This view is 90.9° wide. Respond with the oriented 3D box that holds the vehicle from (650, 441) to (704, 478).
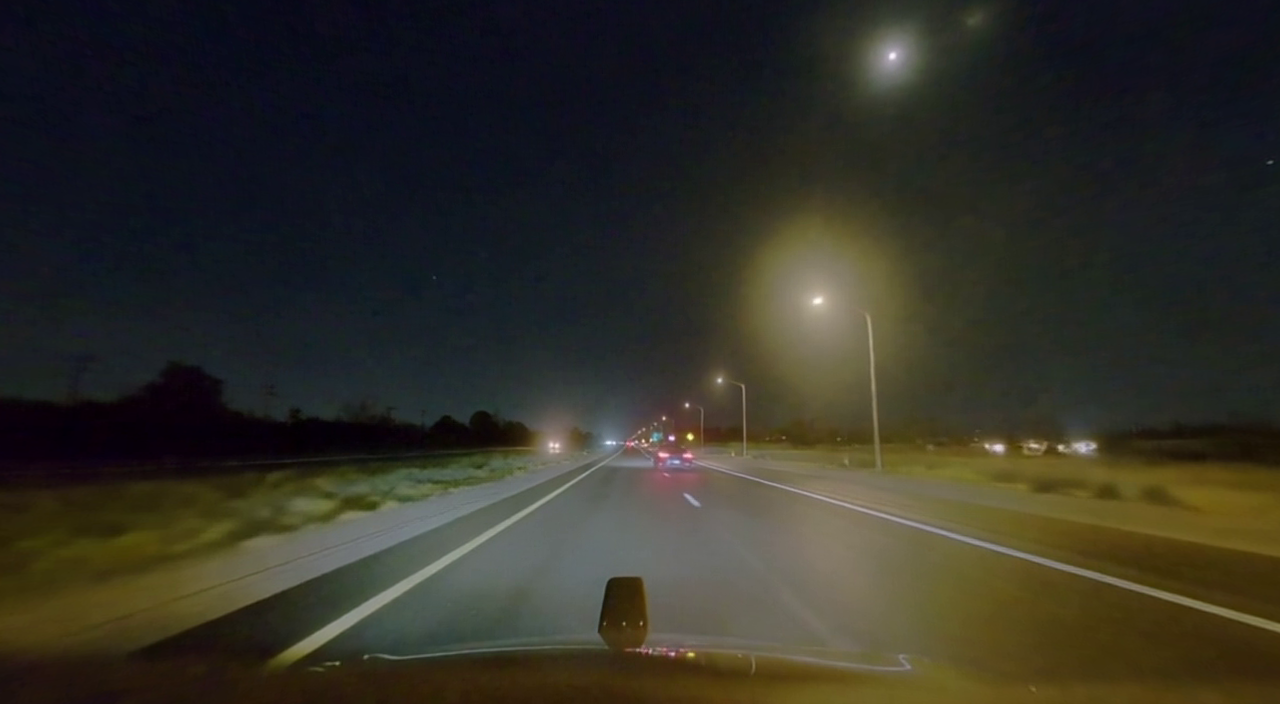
[{"bbox_3d":[1.552,4.709,27.860,1.991,1.475,4.302,0,-8,-2],"label":"vehicle"}]
